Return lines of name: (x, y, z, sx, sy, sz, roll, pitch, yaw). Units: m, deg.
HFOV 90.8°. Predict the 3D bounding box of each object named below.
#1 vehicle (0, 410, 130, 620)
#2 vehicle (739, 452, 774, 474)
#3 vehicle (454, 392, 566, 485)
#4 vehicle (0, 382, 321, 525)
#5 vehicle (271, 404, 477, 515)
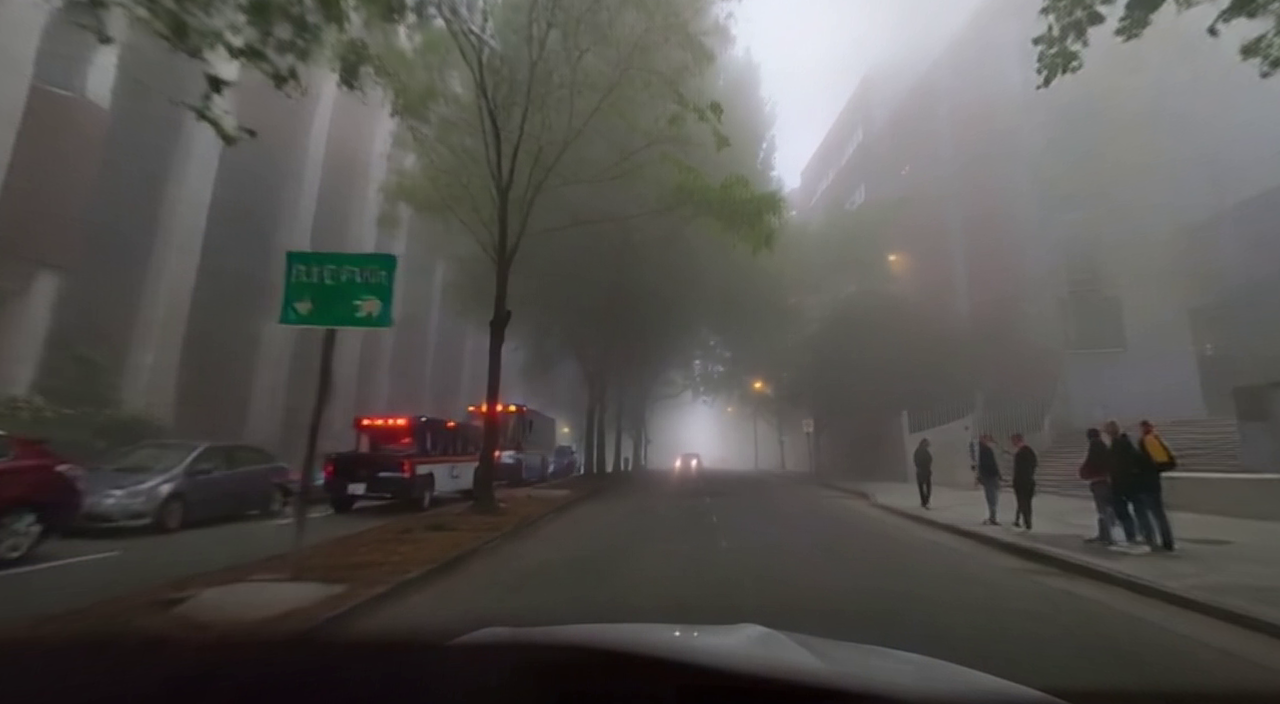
vehicle: (-5.583, 0.975, 3.262, 1.826, 1.488, 4.628, -1, -9, 4)
vehicle: (8.507, 8.116, 46.376, 1.888, 1.536, 4.381, -1, -9, 2)
vehicle: (-4.133, 2.971, 21.368, 2.268, 2.708, 5.699, -1, -9, 4)
vehicle: (-7.924, 1.962, 10.871, 2.109, 1.819, 4.615, 2, -15, 4)
vehicle: (-5.092, 2.167, 12.987, 1.988, 1.855, 4.599, -1, -9, 4)
